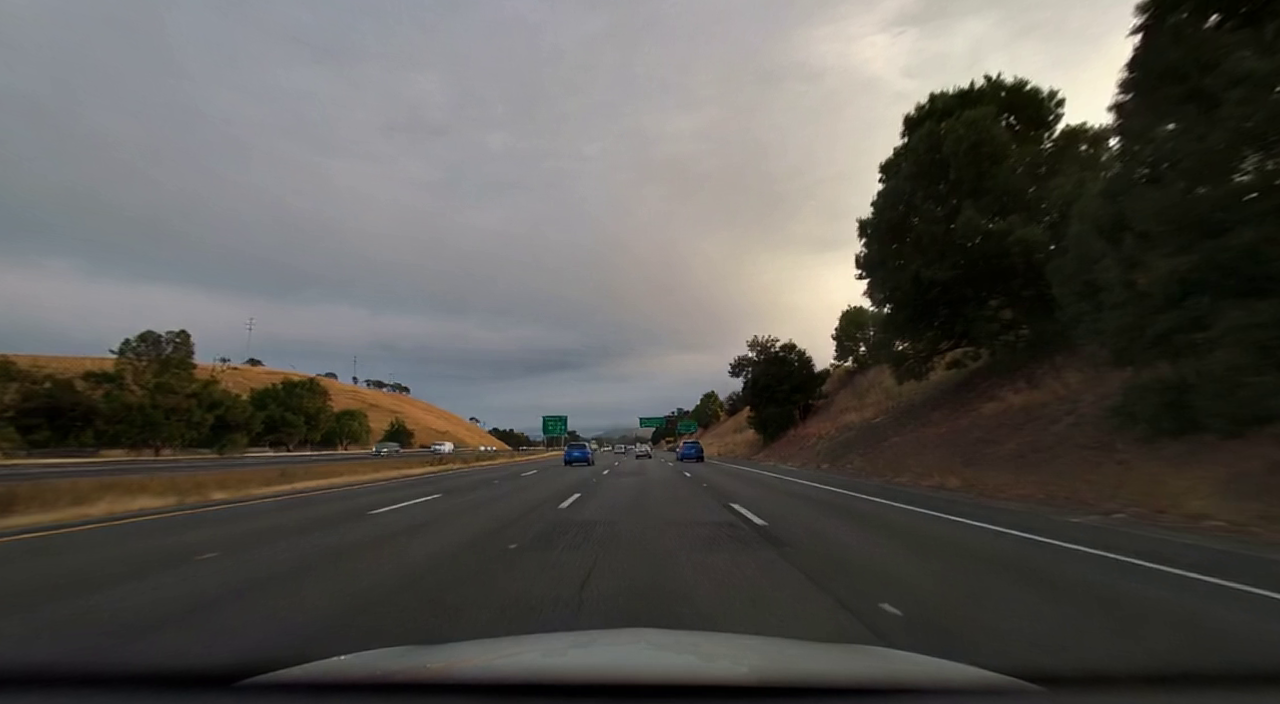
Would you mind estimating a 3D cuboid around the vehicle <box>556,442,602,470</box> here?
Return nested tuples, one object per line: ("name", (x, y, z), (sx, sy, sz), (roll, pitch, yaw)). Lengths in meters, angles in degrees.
("vehicle", (-3.537, 6.103, 37.337), (2.159, 1.562, 4.441), (0, -8, 1))

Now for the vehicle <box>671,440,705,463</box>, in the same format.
("vehicle", (3.591, 7.557, 48.066), (2.168, 1.681, 4.279), (0, -8, 0))
